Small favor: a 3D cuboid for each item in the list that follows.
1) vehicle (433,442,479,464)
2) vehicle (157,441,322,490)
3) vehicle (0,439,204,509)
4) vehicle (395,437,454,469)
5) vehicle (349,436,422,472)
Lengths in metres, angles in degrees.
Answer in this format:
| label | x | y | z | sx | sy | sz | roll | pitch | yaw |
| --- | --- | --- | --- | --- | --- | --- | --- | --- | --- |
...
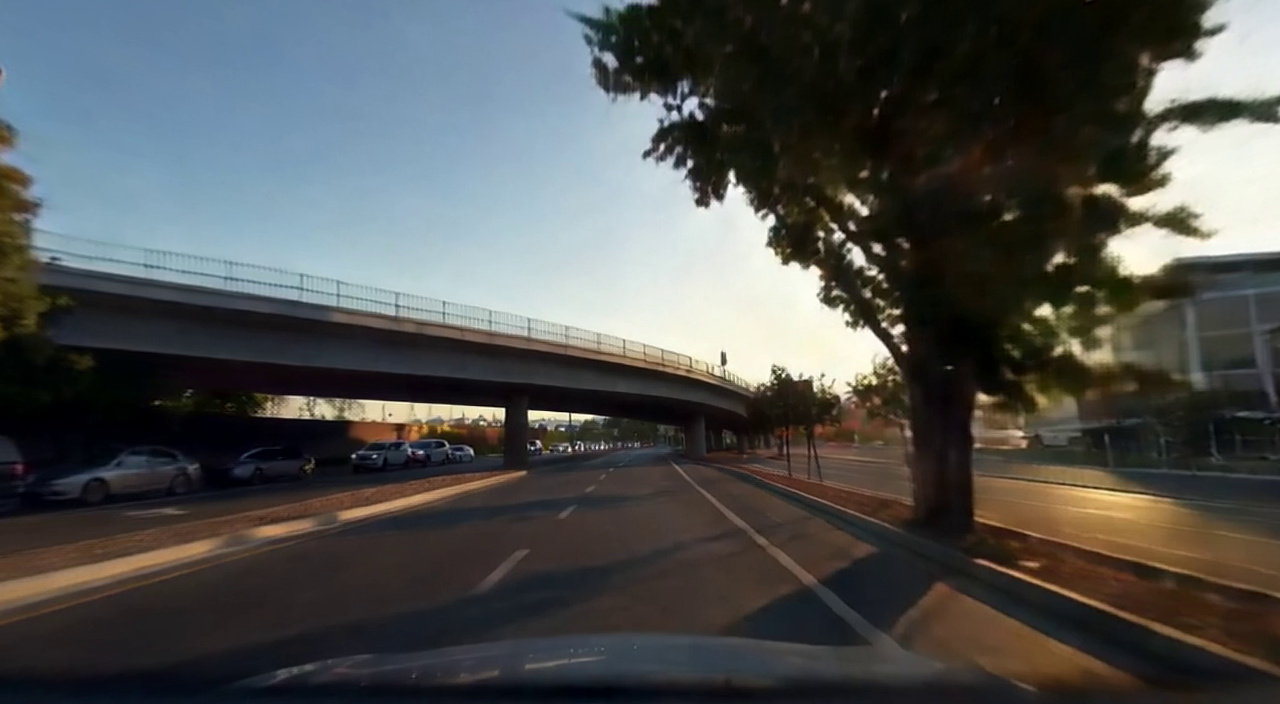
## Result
| label | x | y | z | sx | sy | sz | roll | pitch | yaw |
| --- | --- | --- | --- | --- | --- | --- | --- | --- | --- |
| vehicle | -13.179 | 7.296 | 45.479 | 1.847 | 1.498 | 4.368 | 1 | -10 | 2 |
| vehicle | -13.847 | 3.930 | 22.392 | 2.155 | 1.477 | 5.369 | 0 | -8 | 3 |
| vehicle | -13.976 | 3.112 | 16.530 | 1.908 | 1.559 | 4.301 | 0 | -9 | 2 |
| vehicle | -13.355 | 6.247 | 39.419 | 1.886 | 1.801 | 4.337 | 2 | -8 | 3 |
| vehicle | -13.316 | 5.375 | 33.353 | 1.903 | 1.703 | 4.346 | 2 | -9 | 1 |
